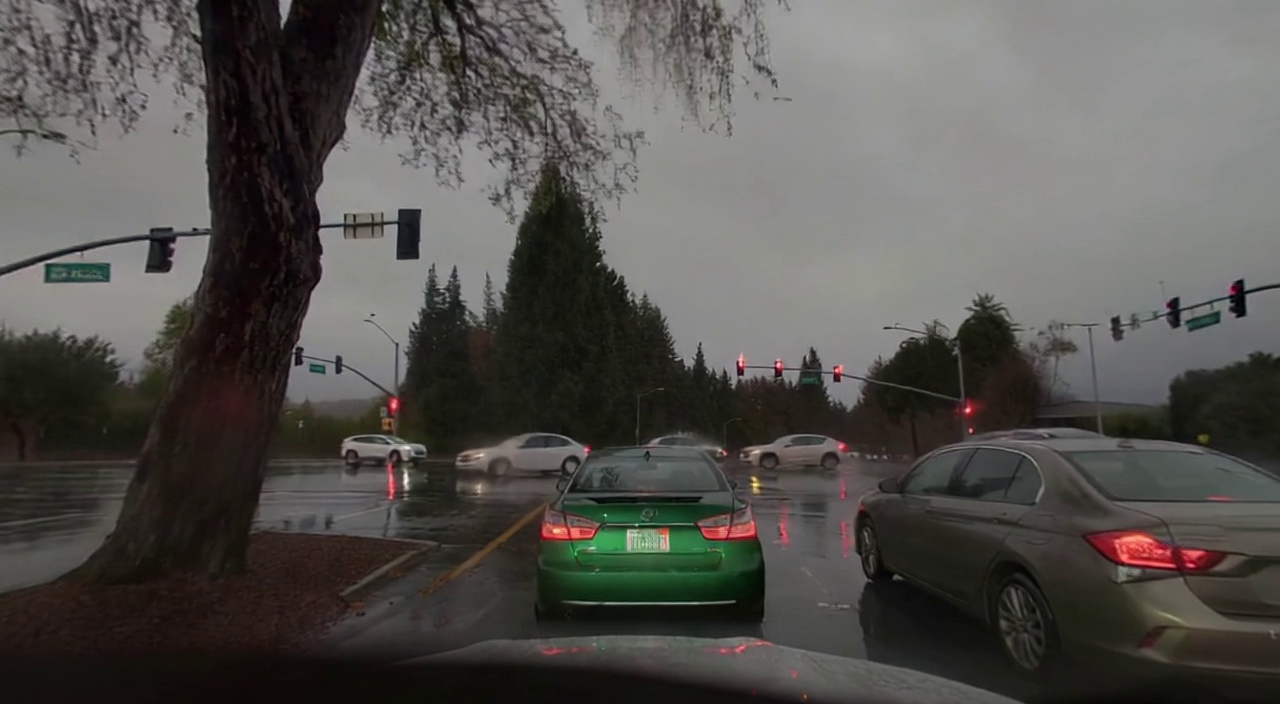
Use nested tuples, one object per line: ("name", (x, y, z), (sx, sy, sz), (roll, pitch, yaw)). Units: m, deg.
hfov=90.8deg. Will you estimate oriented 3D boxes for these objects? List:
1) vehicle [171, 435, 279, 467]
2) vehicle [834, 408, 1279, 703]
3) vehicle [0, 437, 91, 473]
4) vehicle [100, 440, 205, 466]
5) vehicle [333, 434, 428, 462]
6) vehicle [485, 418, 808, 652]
("vehicle", (-21.810, 5.227, 33.331), (4.416, 1.597, 1.887), (-1, -9, 4))
("vehicle", (3.106, 1.301, 4.842), (1.861, 1.479, 4.371), (0, -9, 0))
("vehicle", (-29.782, 4.988, 30.734), (4.517, 1.637, 1.935), (-1, -9, 7))
("vehicle", (-28.688, 5.959, 37.243), (4.615, 1.463, 2.016), (-1, -9, 5))
("vehicle", (-15.287, 5.656, 37.405), (4.754, 1.583, 1.954), (1, -9, -7))
("vehicle", (0.036, 1.471, 6.143), (2.026, 1.458, 4.175), (0, -9, 0))
